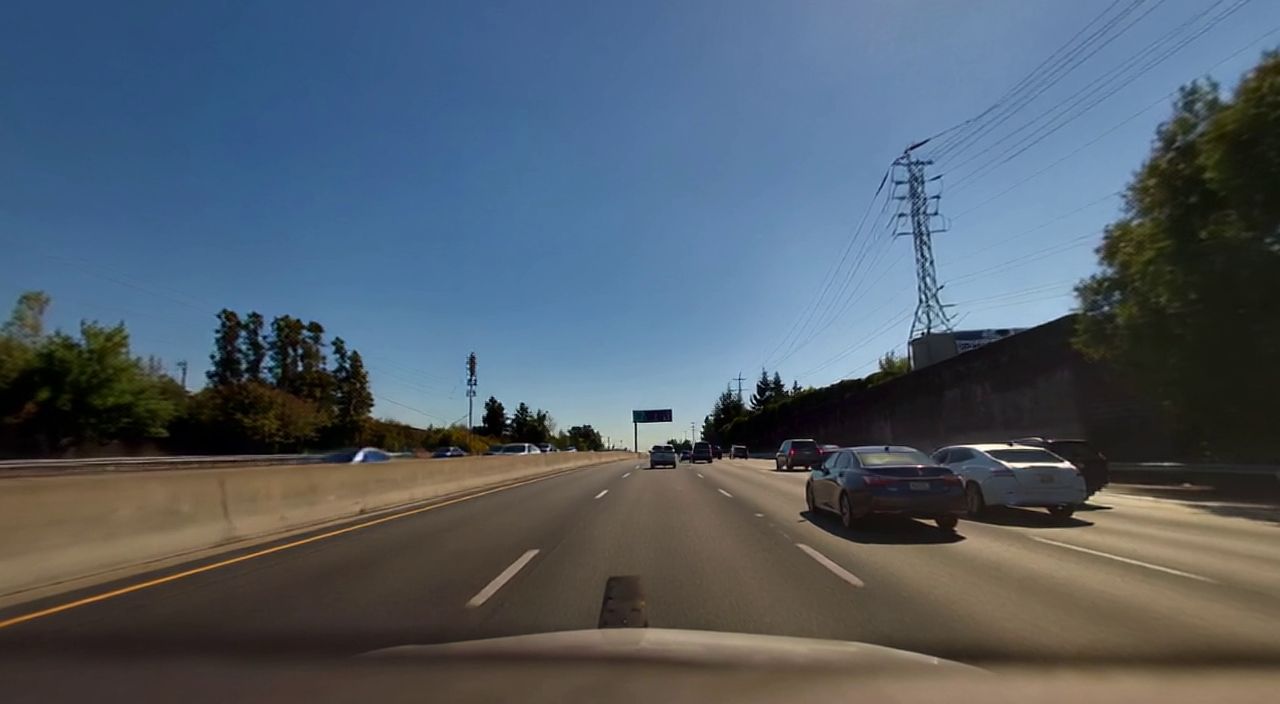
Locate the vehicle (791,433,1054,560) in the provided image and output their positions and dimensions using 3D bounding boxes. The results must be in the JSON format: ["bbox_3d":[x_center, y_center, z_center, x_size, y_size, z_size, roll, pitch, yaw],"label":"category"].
[{"bbox_3d":[3.880,2.036,9.725,1.986,1.478,4.429,0,-8,0],"label":"vehicle"}]

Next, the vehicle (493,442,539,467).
[{"bbox_3d":[-8.614,7.111,44.070,2.035,1.654,4.342,-1,-8,4],"label":"vehicle"}]

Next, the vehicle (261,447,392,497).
[{"bbox_3d":[-9.580,3.669,19.702,1.892,1.385,4.029,0,-8,2],"label":"vehicle"}]

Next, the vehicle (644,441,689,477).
[{"bbox_3d":[1.243,5.059,30.083,2.042,1.581,3.769,0,-8,2],"label":"vehicle"}]

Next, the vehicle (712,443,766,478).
[{"bbox_3d":[4.483,4.957,29.109,1.936,1.465,4.060,0,-8,1],"label":"vehicle"}]
